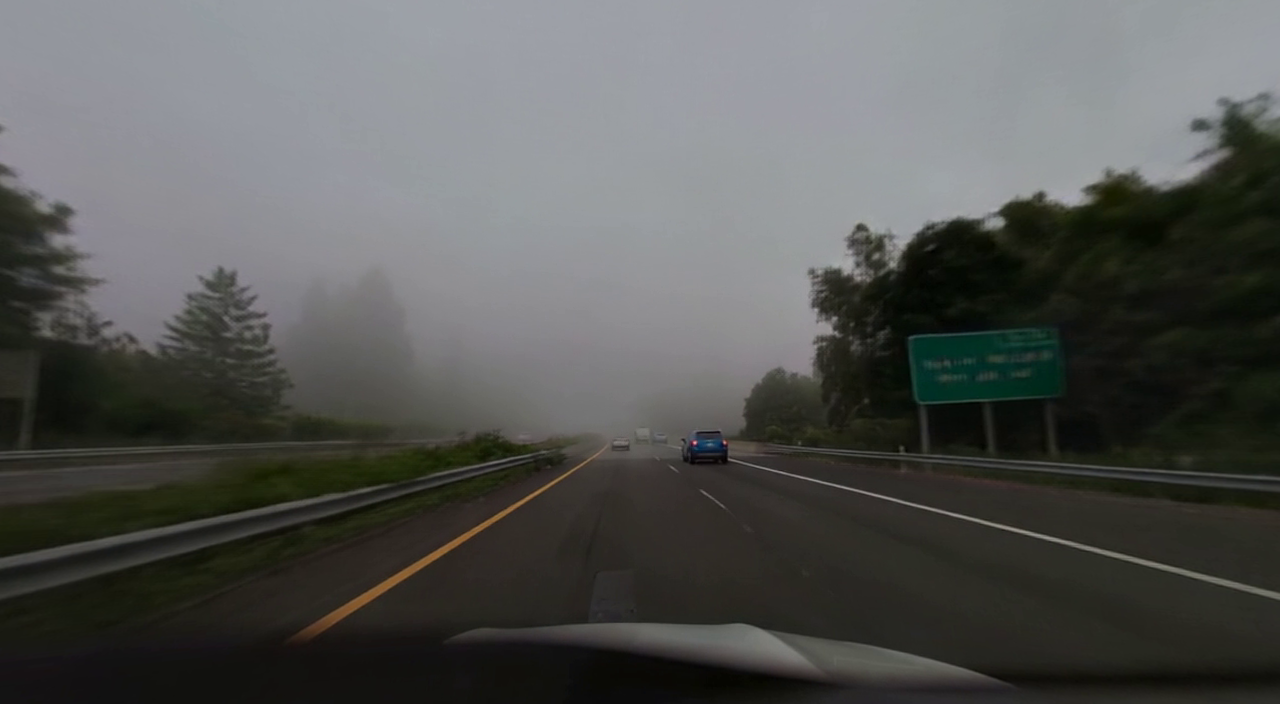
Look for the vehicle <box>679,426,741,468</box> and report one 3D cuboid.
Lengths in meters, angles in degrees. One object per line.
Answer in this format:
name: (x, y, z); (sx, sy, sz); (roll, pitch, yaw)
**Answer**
vehicle: (2.985, 4.166, 27.915); (2.085, 1.681, 4.436); (0, -7, -2)
